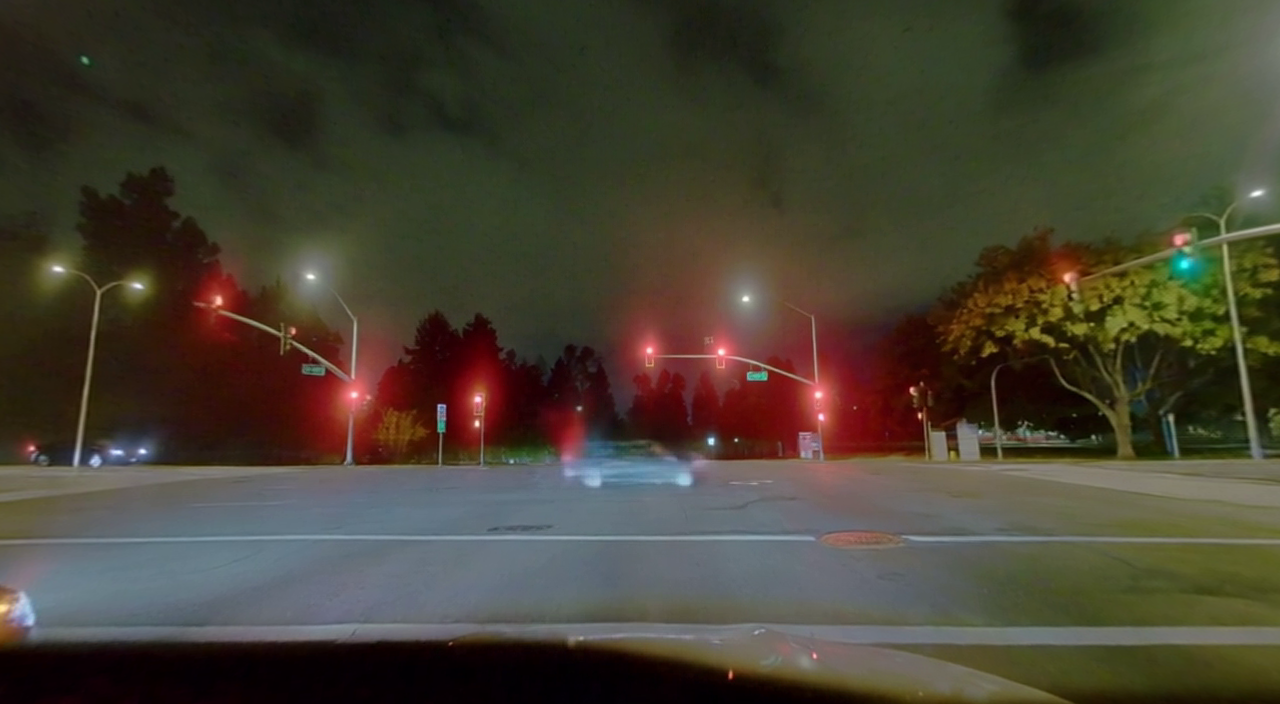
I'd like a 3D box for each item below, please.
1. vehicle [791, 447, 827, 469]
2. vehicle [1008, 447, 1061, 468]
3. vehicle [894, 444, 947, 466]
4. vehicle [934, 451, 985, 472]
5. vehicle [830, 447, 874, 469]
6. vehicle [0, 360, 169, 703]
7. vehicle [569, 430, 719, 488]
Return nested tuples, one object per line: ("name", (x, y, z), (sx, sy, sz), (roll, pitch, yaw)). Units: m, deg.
("vehicle", (12.555, 7.858, 46.892), (1.647, 1.386, 3.725), (-2, -8, 1))
("vehicle", (28.466, 7.600, 45.575), (1.662, 1.440, 3.583), (-1, -8, 3))
("vehicle", (20.574, 7.587, 46.464), (1.815, 1.515, 4.552), (0, -8, 0))
("vehicle", (23.001, 7.885, 45.483), (1.633, 1.324, 3.449), (-1, -8, -3))
("vehicle", (15.567, 7.755, 46.386), (1.714, 1.458, 4.206), (0, -8, -1))
("vehicle", (-3.053, 0.616, 0.547), (2.055, 1.573, 4.065), (0, -8, 1))
("vehicle", (0.128, 2.933, 17.360), (3.894, 1.490, 1.810), (-1, -8, 3))
